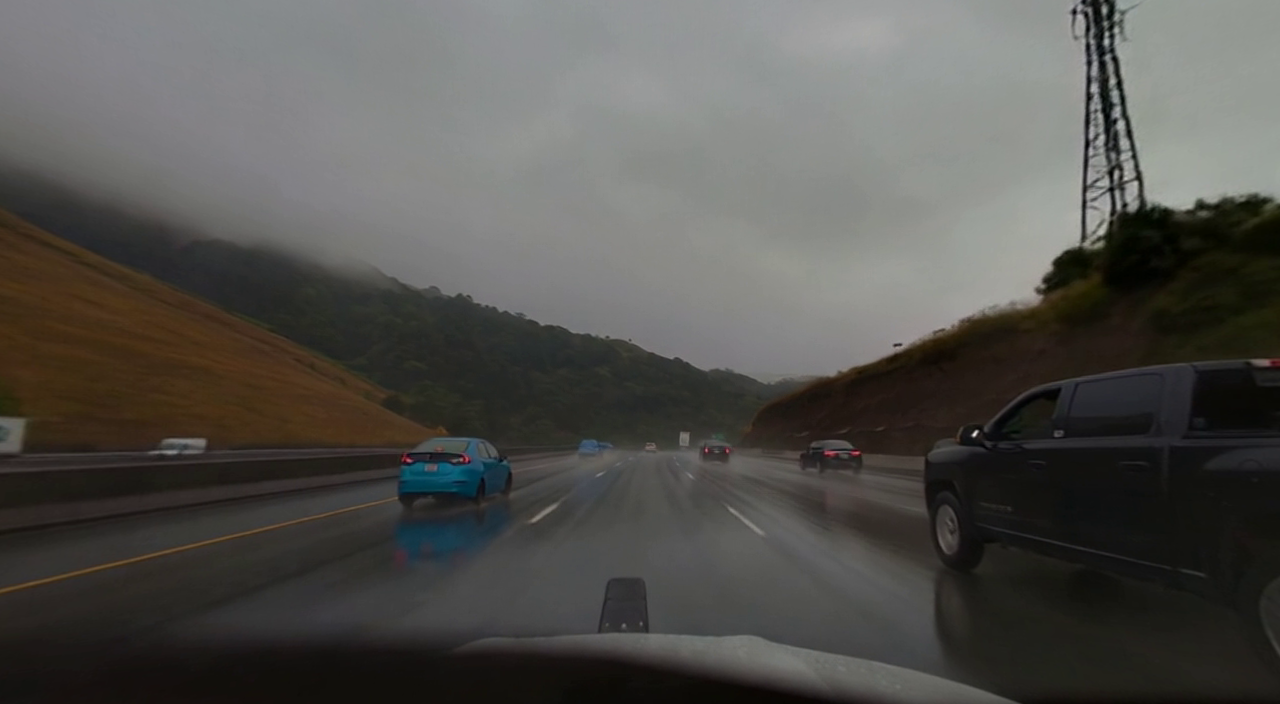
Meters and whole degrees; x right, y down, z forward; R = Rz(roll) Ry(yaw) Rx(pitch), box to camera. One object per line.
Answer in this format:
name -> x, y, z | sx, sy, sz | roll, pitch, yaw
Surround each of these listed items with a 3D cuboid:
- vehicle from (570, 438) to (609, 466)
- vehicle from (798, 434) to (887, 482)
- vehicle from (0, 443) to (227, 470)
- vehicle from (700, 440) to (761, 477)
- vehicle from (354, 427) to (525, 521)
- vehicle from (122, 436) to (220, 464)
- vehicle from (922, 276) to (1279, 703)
vehicle -> -3.255, 6.529, 41.376 | 2.021, 1.679, 4.310 | -1, -8, 2
vehicle -> 7.661, 4.050, 24.359 | 1.986, 1.633, 4.430 | 0, -8, 0
vehicle -> -38.397, 7.356, 45.518 | 3.105, 1.561, 20.556 | -1, -8, 2
vehicle -> 3.917, 4.702, 28.134 | 2.046, 1.471, 4.333 | 0, -8, 0
vehicle -> -3.981, 2.509, 13.530 | 2.113, 1.636, 4.494 | 0, -8, 1
vehicle -> -33.686, 7.058, 45.601 | 2.267, 1.855, 6.107 | -1, -9, 2
vehicle -> 3.400, 0.735, 2.607 | 2.098, 1.925, 5.171 | 0, -8, 1
